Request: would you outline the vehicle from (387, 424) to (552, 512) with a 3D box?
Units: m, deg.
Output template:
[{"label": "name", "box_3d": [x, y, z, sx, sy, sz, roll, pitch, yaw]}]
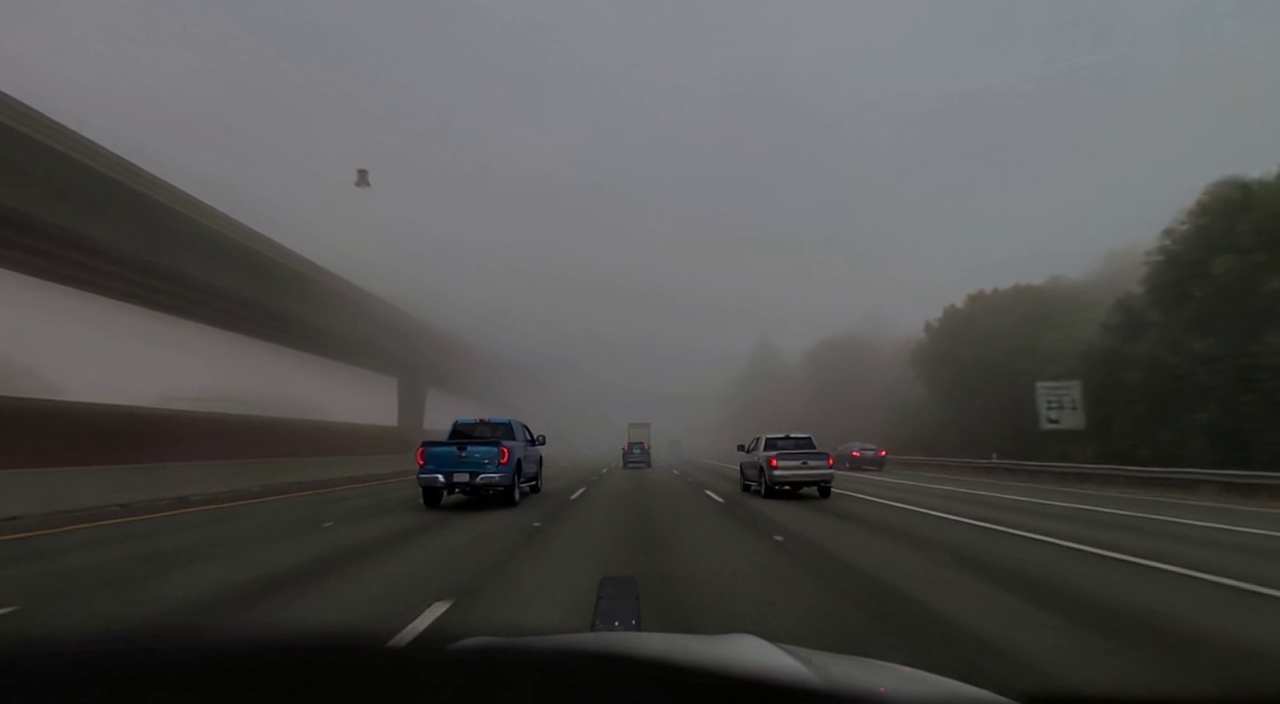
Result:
[{"label": "vehicle", "box_3d": [-3.691, 2.674, 14.966, 2.535, 1.715, 5.030, 0, -9, 0]}]

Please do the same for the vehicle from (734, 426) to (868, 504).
[{"label": "vehicle", "box_3d": [3.748, 2.733, 15.554, 2.119, 1.653, 4.000, 0, -9, -2]}]

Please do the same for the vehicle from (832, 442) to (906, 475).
[{"label": "vehicle", "box_3d": [11.092, 5.184, 30.948, 1.961, 1.480, 4.331, 0, -9, -1]}]

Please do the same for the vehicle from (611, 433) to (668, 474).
[{"label": "vehicle", "box_3d": [-0.026, 5.033, 31.526, 2.572, 1.837, 5.693, 0, -9, 0]}]
